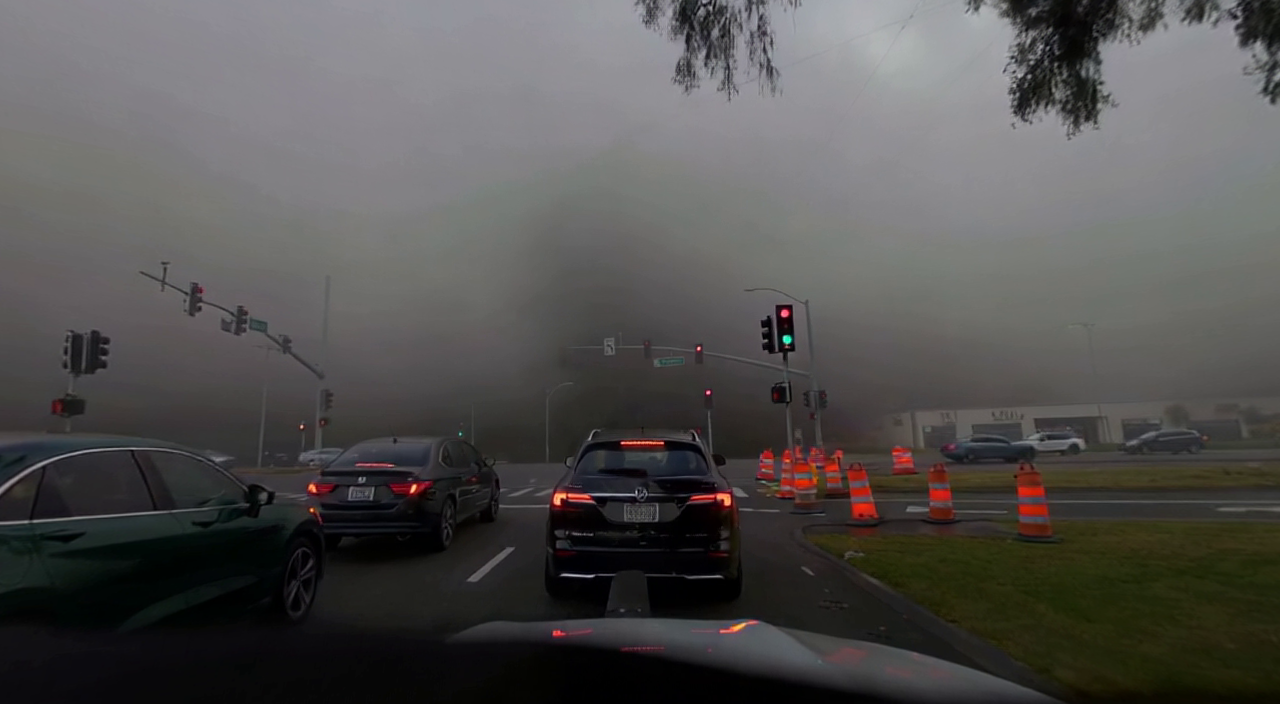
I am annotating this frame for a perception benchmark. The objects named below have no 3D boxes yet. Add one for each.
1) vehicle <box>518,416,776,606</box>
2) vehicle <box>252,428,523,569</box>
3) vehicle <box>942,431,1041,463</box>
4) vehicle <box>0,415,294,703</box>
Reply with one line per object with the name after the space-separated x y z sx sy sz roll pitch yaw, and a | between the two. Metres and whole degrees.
0.100 1.620 7.209 2.167 1.560 3.676 0 -9 1 | vehicle
-3.279 1.997 9.445 1.989 1.541 4.626 0 -9 2 | vehicle
22.701 6.152 40.807 5.082 1.907 2.115 0 -9 2 | vehicle
-3.592 0.946 2.145 2.064 1.497 4.722 0 -9 1 | vehicle
